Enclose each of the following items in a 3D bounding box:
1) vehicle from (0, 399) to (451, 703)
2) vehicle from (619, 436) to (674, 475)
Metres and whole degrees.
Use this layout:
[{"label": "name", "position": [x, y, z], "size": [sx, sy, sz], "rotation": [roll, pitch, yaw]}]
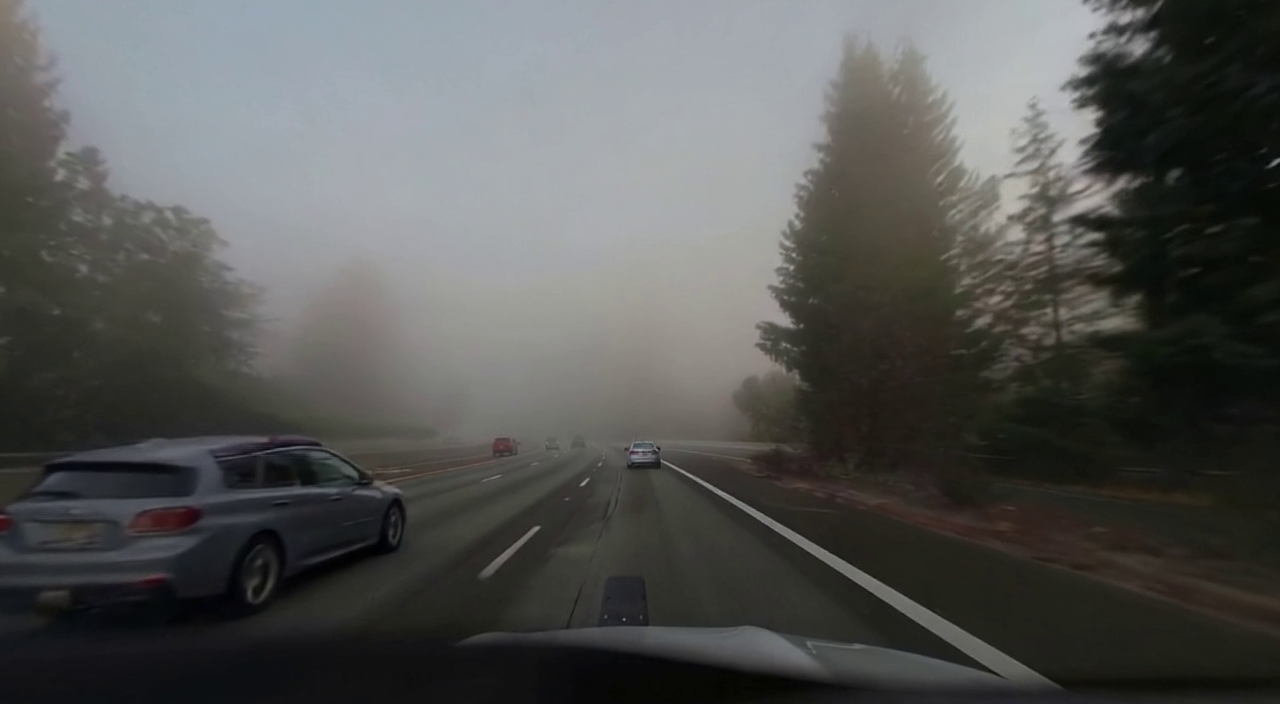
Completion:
[{"label": "vehicle", "position": [-3.643, 1.376, 5.738], "size": [2.246, 1.519, 4.980], "rotation": [0, -9, 1]}, {"label": "vehicle", "position": [0.167, 4.145, 25.387], "size": [2.051, 1.444, 3.927], "rotation": [0, -9, -2]}]
